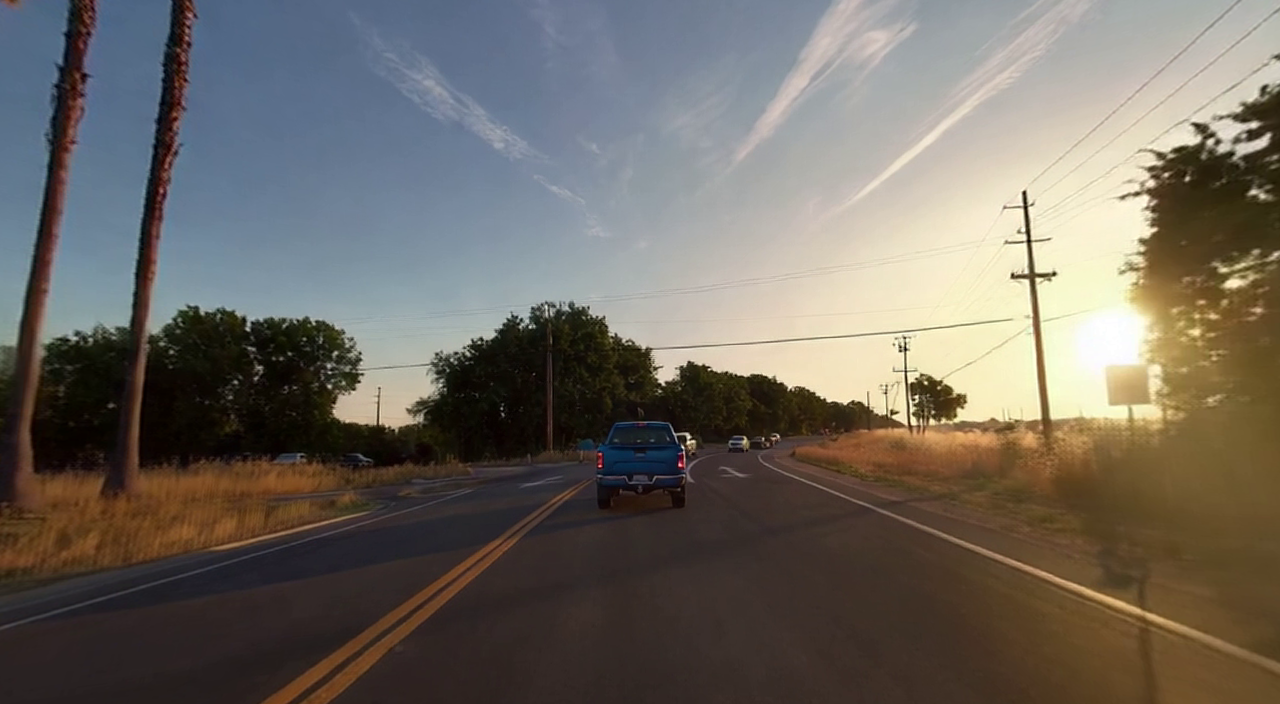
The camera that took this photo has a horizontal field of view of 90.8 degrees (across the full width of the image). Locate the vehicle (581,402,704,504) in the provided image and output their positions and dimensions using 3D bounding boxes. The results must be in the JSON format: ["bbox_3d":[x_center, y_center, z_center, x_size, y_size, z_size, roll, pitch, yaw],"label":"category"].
[{"bbox_3d":[0.097,2.655,16.891,2.693,2.223,5.885,0,-9,1],"label":"vehicle"}]
